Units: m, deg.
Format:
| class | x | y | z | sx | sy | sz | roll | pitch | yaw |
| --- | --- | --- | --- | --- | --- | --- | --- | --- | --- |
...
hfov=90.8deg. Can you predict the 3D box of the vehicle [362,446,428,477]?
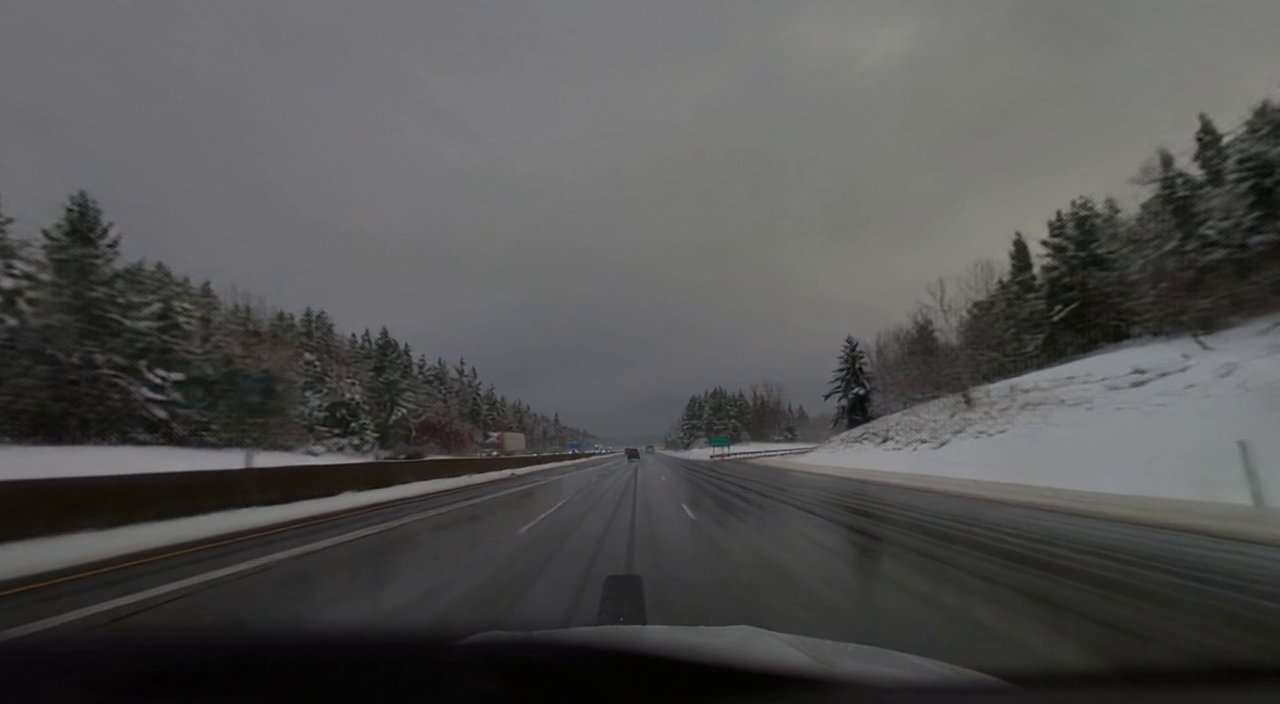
| class | x | y | z | sx | sy | sz | roll | pitch | yaw |
| --- | --- | --- | --- | --- | --- | --- | --- | --- | --- |
| vehicle | -15.401 | 6.879 | 40.024 | 2.108 | 1.829 | 4.841 | 0 | -9 | 1 |
